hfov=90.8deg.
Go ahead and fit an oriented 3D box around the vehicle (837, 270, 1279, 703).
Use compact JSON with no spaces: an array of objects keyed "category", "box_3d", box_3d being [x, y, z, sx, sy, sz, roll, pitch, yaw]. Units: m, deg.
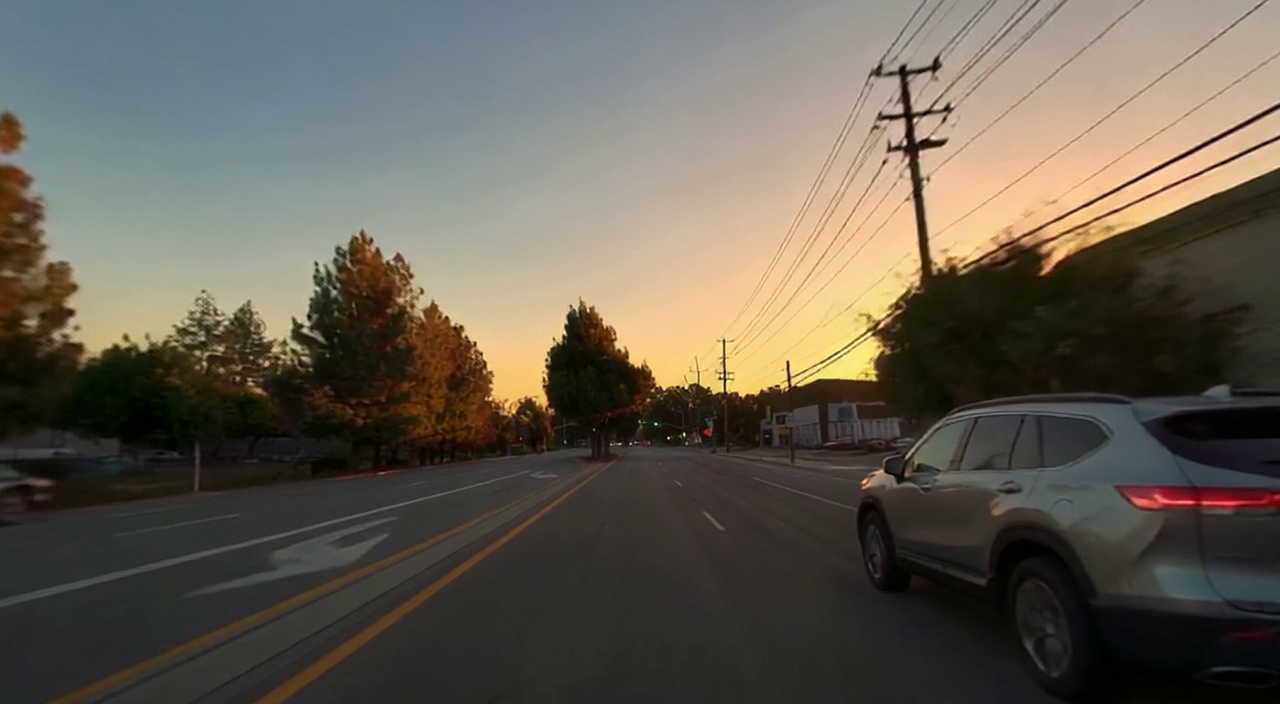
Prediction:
[{"category":"vehicle","box_3d":[3.032,0.948,3.917,2.060,1.820,4.713,0,-9,0]}]
